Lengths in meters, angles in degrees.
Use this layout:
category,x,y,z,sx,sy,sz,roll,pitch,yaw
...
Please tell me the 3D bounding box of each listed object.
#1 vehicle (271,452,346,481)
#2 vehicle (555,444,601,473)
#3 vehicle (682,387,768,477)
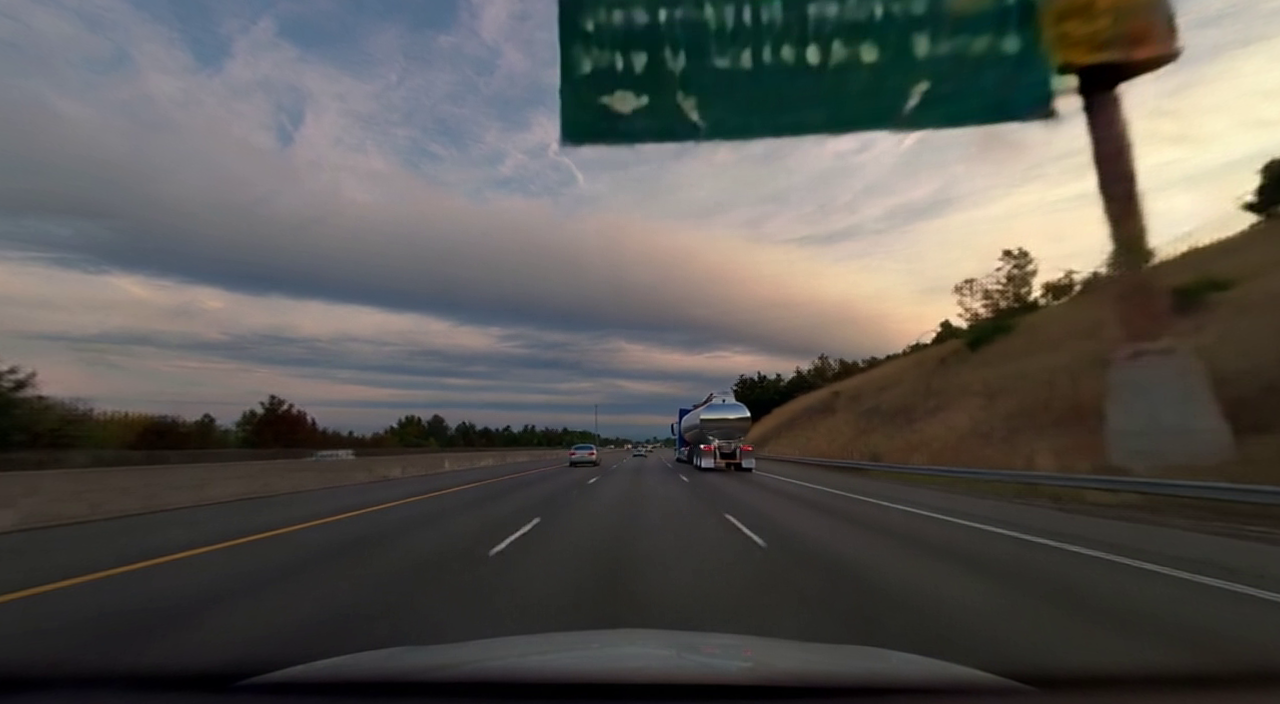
category,x,y,z,sx,sy,sz,roll,pitch,yaw
vehicle,-19.185,6.616,36.760,1.892,1.502,4.488,0,-9,0
vehicle,-3.297,5.764,34.472,1.986,1.458,4.506,0,-9,1
vehicle,3.874,4.054,31.207,2.759,3.734,9.708,0,-9,-1
